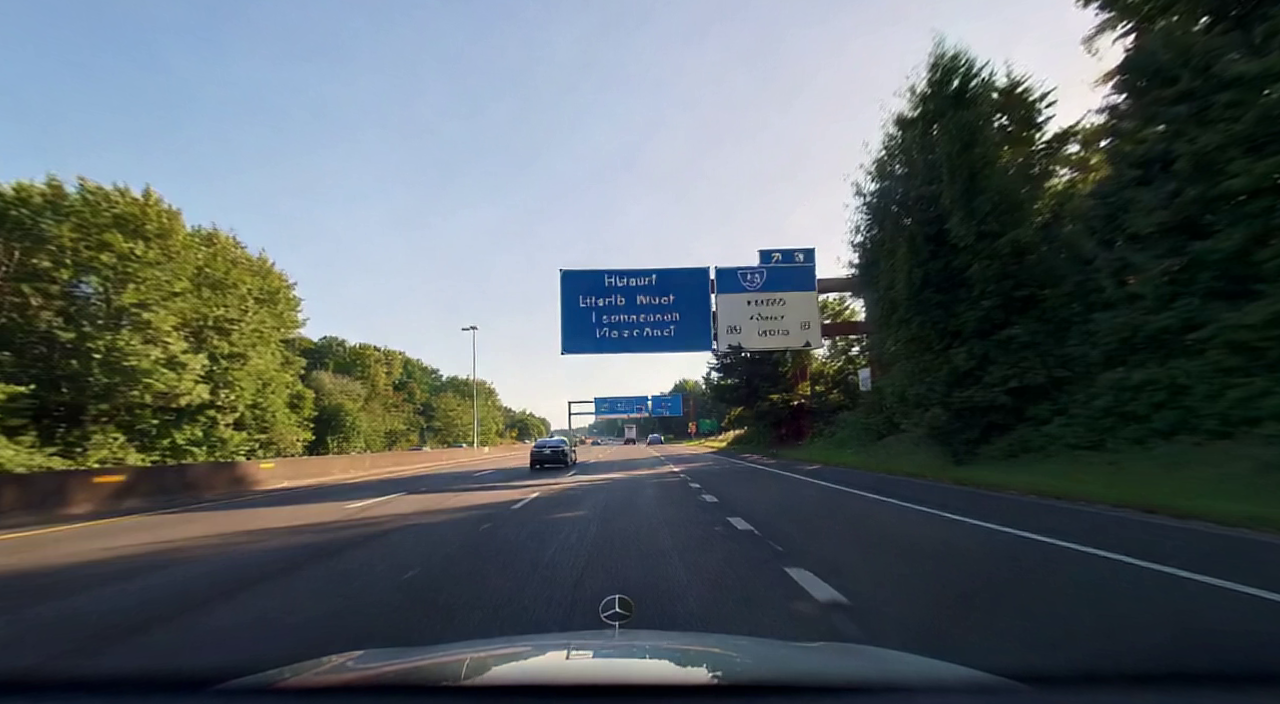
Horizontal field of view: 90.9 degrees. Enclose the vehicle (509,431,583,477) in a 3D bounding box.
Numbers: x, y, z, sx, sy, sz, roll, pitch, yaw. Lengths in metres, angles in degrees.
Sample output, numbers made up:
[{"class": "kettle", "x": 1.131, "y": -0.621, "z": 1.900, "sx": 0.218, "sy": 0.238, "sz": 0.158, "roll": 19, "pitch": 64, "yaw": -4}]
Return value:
[{"class": "vehicle", "x": -3.262, "y": 3.605, "z": 22.627, "sx": 2.000, "sy": 1.491, "sz": 3.913, "roll": 0, "pitch": -8, "yaw": 1}]
